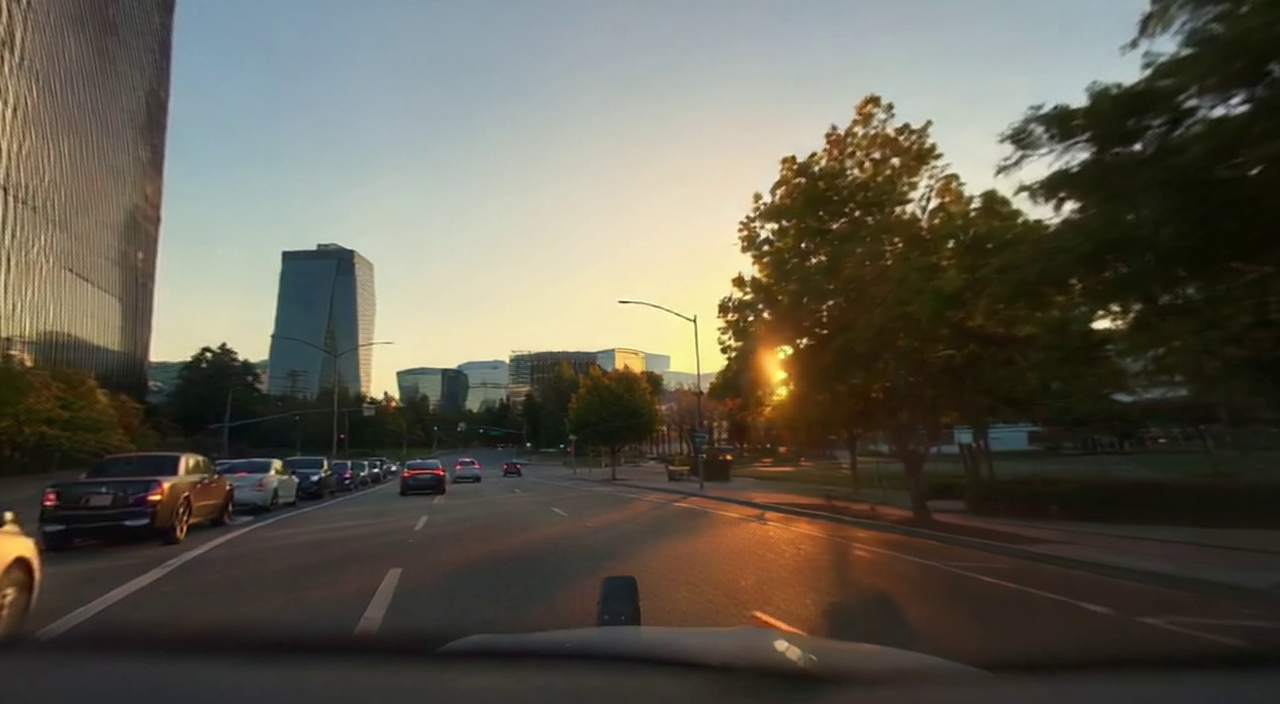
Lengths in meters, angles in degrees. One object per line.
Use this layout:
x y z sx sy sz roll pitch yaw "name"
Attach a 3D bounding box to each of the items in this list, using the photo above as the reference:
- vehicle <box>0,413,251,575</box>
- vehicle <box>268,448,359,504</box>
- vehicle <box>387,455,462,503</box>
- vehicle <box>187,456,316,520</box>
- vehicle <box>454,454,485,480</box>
-8.393 2.215 10.614 2.142 2.061 4.750 4 -10 -21 "vehicle"
-12.434 4.680 24.253 2.142 1.834 4.588 1 -9 -15 "vehicle"
-8.191 4.651 23.568 2.205 1.537 4.895 4 -10 -23 "vehicle"
-10.915 3.775 18.094 1.868 1.514 4.870 3 -9 -16 "vehicle"
-12.841 8.586 47.104 2.102 1.815 4.716 3 -9 -16 "vehicle"
